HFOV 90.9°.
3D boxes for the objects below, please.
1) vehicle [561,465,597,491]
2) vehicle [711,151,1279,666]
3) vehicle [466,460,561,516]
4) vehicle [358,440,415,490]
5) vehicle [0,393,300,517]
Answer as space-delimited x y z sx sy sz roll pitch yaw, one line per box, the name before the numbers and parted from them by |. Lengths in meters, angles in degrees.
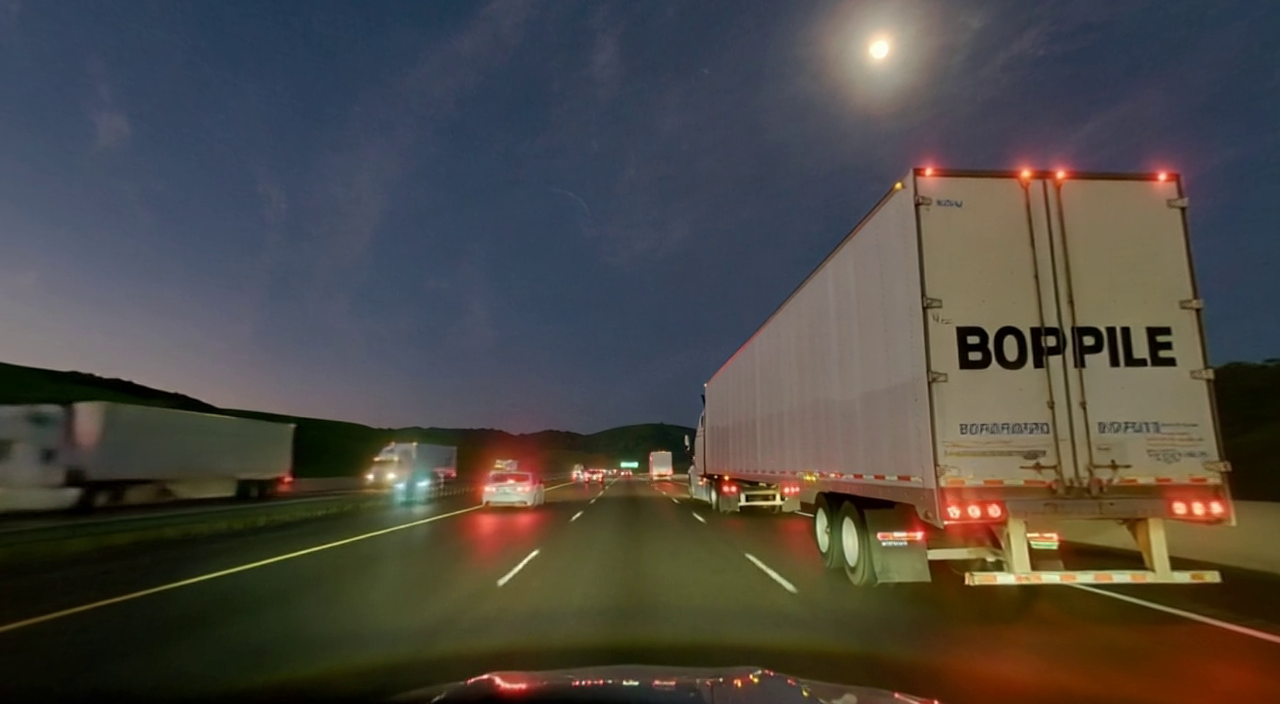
vehicle | -4.131 8.621 43.180 2.063 1.671 4.197 1 -11 0
vehicle | 3.713 1.600 11.898 2.839 4.062 14.051 1 -11 -1
vehicle | -3.952 4.386 20.643 2.088 1.566 4.853 1 -11 0
vehicle | -20.030 8.975 49.945 2.859 3.706 3.474 1 -11 -1
vehicle | -19.966 4.566 27.050 2.917 3.889 14.334 1 -11 -1
